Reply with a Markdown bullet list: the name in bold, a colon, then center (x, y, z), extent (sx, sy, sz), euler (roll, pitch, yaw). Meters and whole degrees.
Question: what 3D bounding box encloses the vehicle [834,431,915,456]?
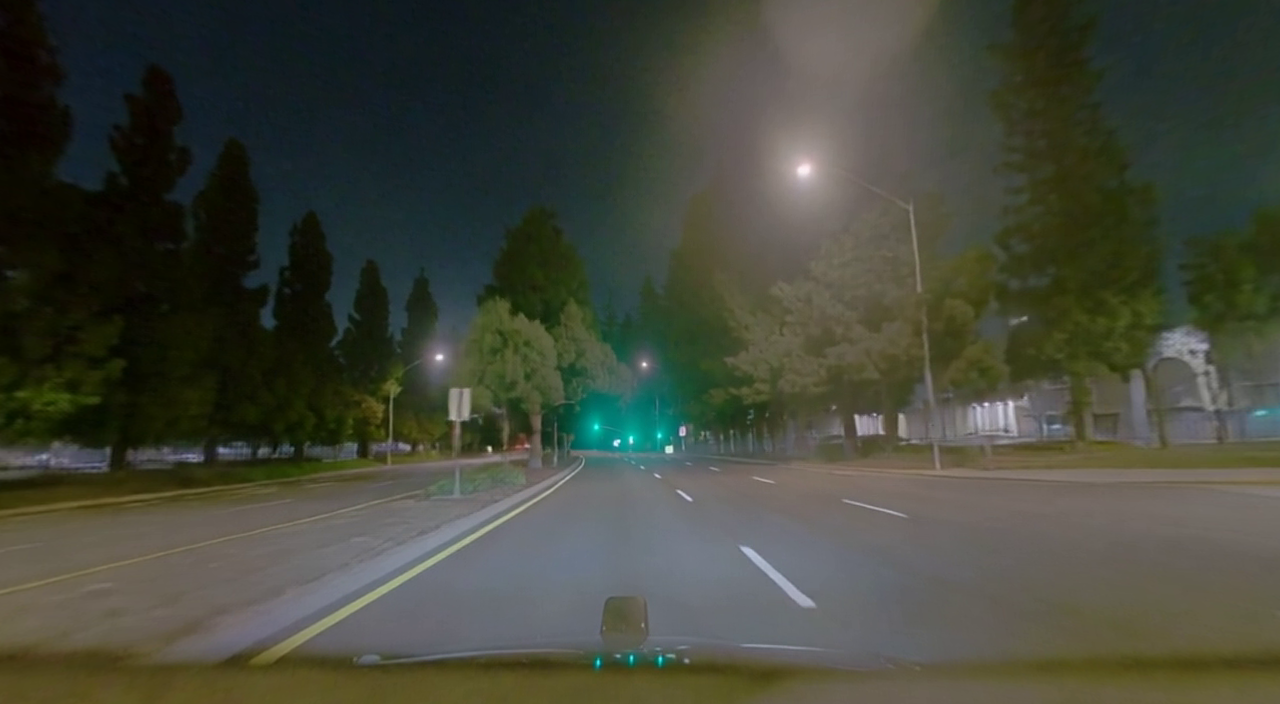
- **vehicle**: center (15.825, 6.201, 42.717), extent (4.510, 1.667, 2.247), euler (1, -8, -6)
